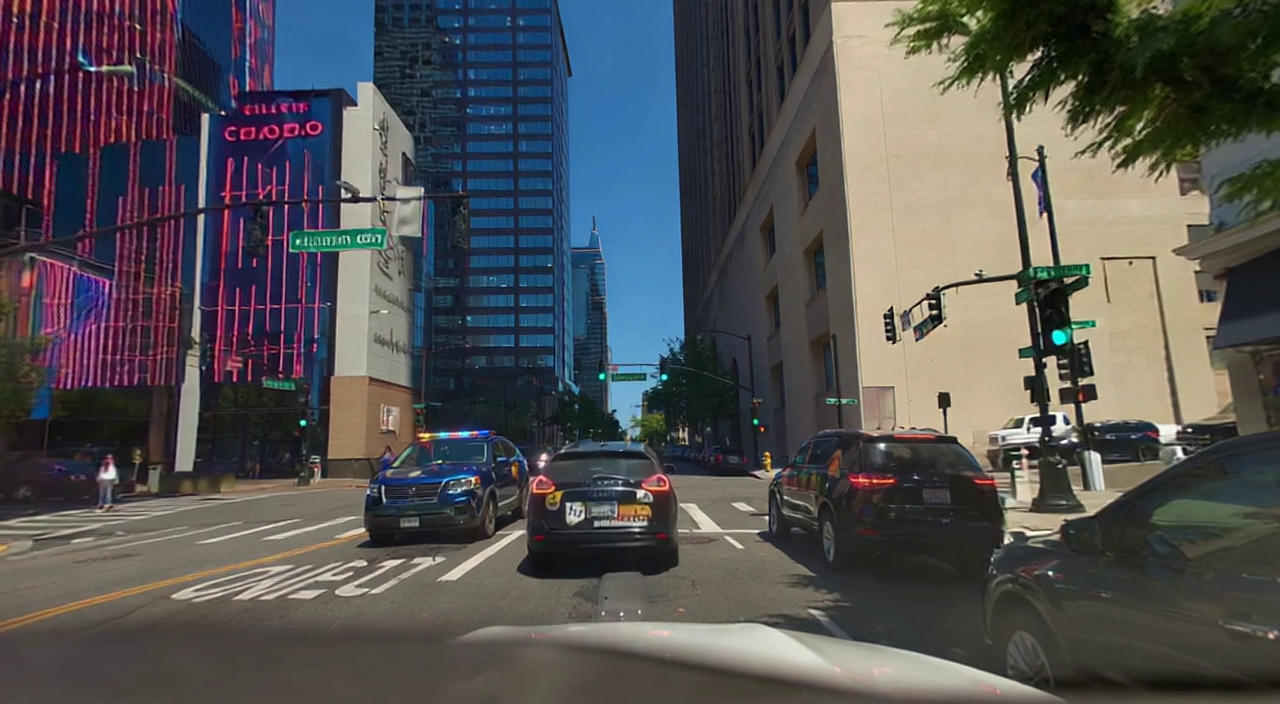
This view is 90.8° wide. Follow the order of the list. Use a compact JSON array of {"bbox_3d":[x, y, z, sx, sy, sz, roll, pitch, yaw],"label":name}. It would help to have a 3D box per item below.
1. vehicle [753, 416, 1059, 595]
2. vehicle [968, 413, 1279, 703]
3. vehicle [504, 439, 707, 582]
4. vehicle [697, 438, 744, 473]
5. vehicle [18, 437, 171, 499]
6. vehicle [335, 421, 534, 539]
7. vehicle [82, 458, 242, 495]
[{"bbox_3d":[3.038,1.853,8.632,2.072,1.735,4.759,0,-8,0],"label":"vehicle"},{"bbox_3d":[2.744,0.811,1.127,1.902,1.454,4.540,0,-8,0],"label":"vehicle"},{"bbox_3d":[-0.387,1.945,8.665,2.092,1.454,4.132,0,-8,-1],"label":"vehicle"},{"bbox_3d":[5.652,7.336,45.045,2.420,2.300,5.313,0,-8,-3],"label":"vehicle"},{"bbox_3d":[-30.882,6.521,35.945,5.896,3.276,2.809,1,-8,0],"label":"vehicle"},{"bbox_3d":[-3.693,2.416,12.688,2.190,1.840,5.272,0,-8,0],"label":"vehicle"},{"bbox_3d":[-20.127,5.231,26.758,5.153,1.449,1.966,0,-8,1],"label":"vehicle"}]
